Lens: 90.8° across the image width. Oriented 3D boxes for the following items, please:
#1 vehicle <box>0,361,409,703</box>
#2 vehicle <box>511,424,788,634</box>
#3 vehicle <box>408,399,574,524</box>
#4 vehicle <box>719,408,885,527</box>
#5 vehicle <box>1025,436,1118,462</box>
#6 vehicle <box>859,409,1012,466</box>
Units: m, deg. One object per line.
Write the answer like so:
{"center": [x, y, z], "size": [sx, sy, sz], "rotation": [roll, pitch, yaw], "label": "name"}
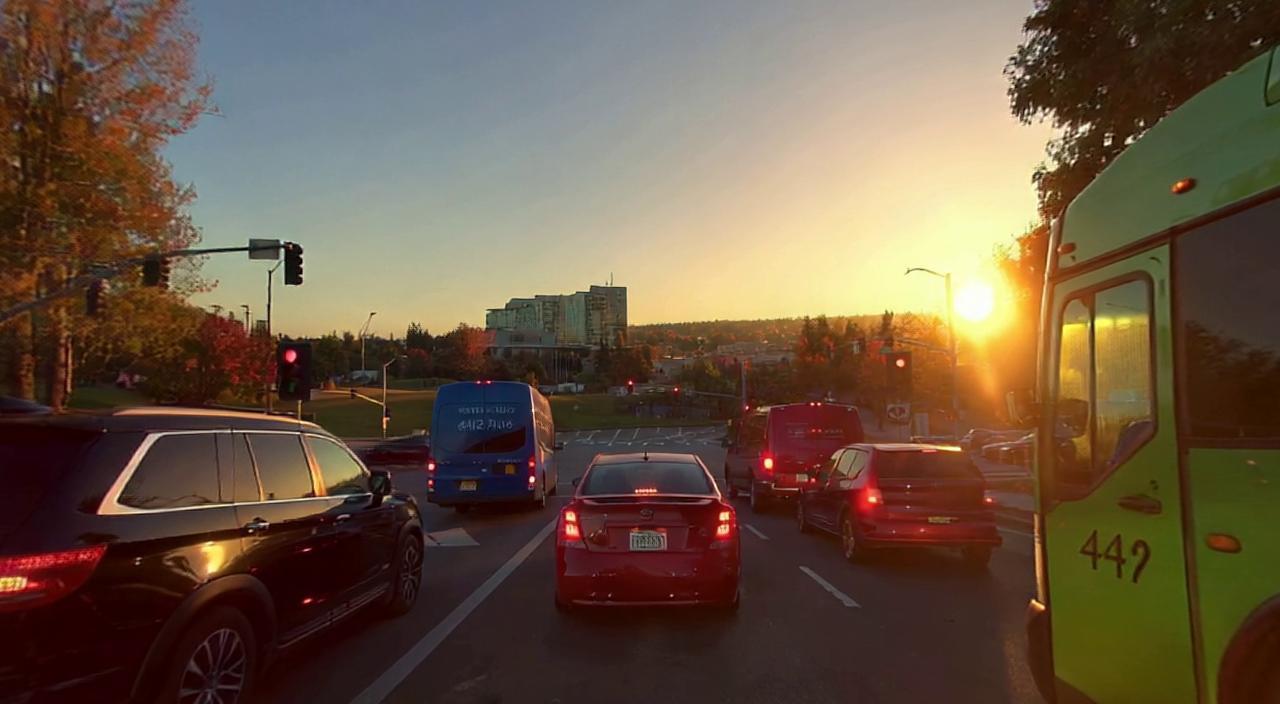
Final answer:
{"center": [-3.410, 1.178, 4.633], "size": [1.921, 1.701, 3.989], "rotation": [0, -8, 0], "label": "vehicle"}
{"center": [0.061, 1.547, 6.415], "size": [1.976, 1.485, 3.624], "rotation": [0, -8, 0], "label": "vehicle"}
{"center": [-2.938, 2.348, 13.961], "size": [2.335, 2.221, 5.165], "rotation": [0, -8, 1], "label": "vehicle"}
{"center": [3.143, 2.400, 13.684], "size": [2.143, 2.036, 5.367], "rotation": [0, -8, 0], "label": "vehicle"}
{"center": [25.880, 5.827, 37.991], "size": [4.229, 1.489, 1.794], "rotation": [0, -8, -1], "label": "vehicle"}
{"center": [17.588, 5.134, 37.928], "size": [7.839, 3.213, 2.628], "rotation": [0, -9, -3], "label": "vehicle"}
